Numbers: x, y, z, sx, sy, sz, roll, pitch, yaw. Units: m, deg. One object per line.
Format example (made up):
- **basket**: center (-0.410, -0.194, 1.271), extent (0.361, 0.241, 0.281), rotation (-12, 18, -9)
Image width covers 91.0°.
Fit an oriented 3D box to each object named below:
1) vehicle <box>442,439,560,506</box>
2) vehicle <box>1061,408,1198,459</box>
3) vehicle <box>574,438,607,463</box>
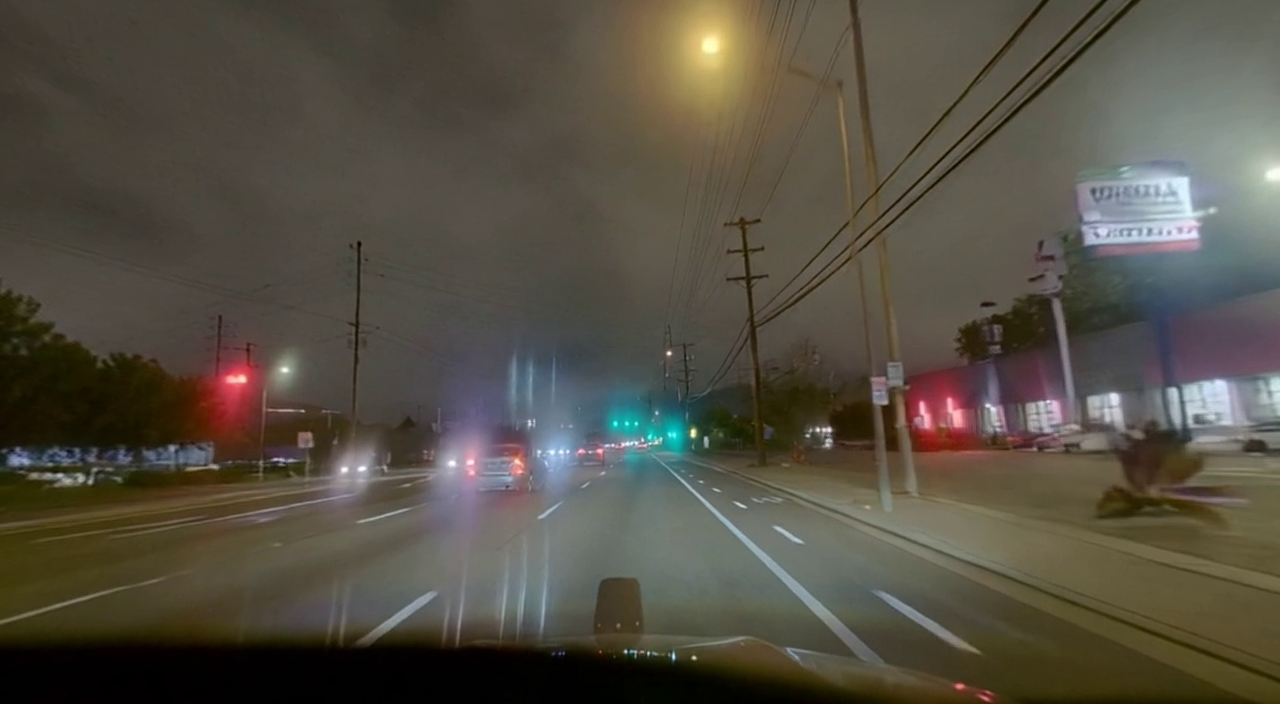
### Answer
- **vehicle**: center (-3.412, 3.049, 16.373), extent (1.942, 1.469, 4.426), rotation (0, -9, 2)
- **vehicle**: center (16.525, 2.805, 21.235), extent (4.497, 1.548, 1.997), rotation (5, -10, -30)
- **vehicle**: center (-3.569, 7.259, 46.450), extent (2.087, 1.736, 4.311), rotation (0, -9, 0)
